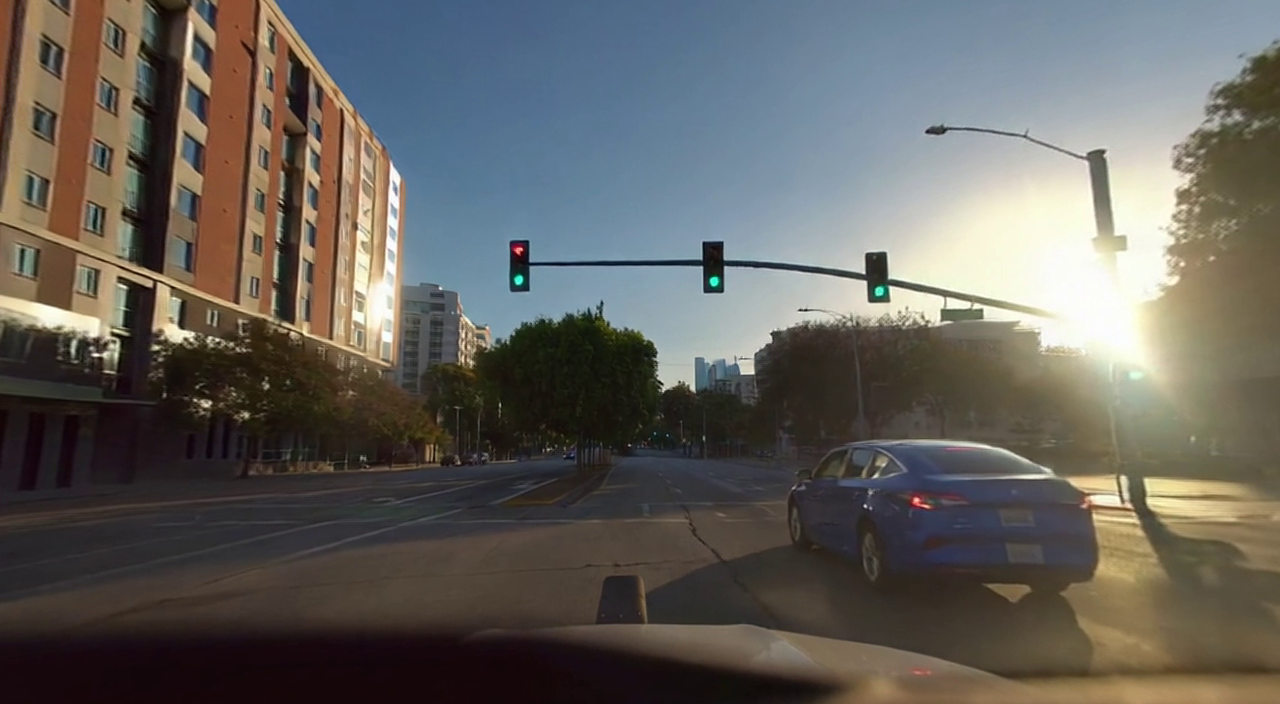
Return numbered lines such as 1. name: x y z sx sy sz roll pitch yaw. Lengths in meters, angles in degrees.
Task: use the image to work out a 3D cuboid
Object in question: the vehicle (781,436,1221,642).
1. vehicle: 3.126 1.692 6.915 2.015 1.455 4.615 0 -9 -1
